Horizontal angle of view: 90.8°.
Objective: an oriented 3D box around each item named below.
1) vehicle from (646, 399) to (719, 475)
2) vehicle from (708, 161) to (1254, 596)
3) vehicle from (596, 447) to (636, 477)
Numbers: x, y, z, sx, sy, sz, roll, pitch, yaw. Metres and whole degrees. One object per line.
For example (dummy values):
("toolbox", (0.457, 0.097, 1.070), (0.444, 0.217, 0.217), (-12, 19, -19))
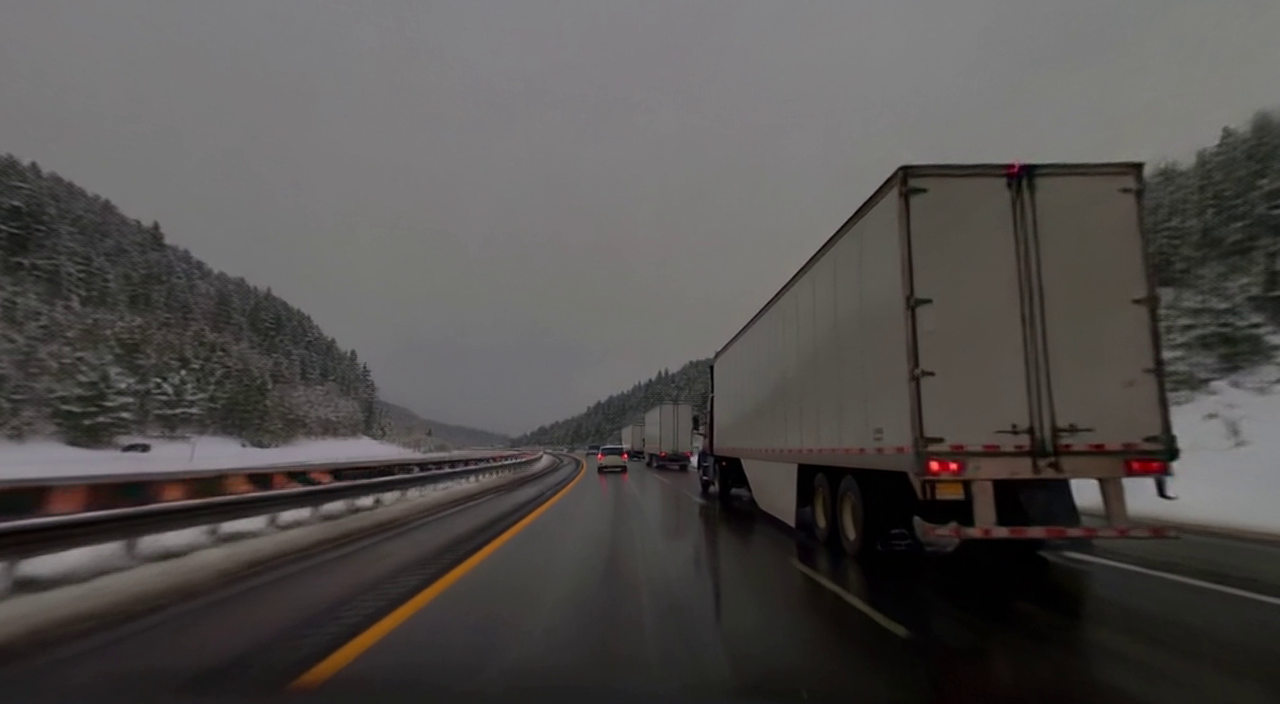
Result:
("vehicle", (2.329, 5.628, 40.791), (2.826, 4.050, 13.845), (1, -9, -4))
("vehicle", (3.875, 1.277, 13.160), (2.911, 4.099, 14.578), (0, -9, -2))
("vehicle", (-1.292, 5.803, 33.442), (2.029, 1.437, 3.794), (0, -9, -3))
